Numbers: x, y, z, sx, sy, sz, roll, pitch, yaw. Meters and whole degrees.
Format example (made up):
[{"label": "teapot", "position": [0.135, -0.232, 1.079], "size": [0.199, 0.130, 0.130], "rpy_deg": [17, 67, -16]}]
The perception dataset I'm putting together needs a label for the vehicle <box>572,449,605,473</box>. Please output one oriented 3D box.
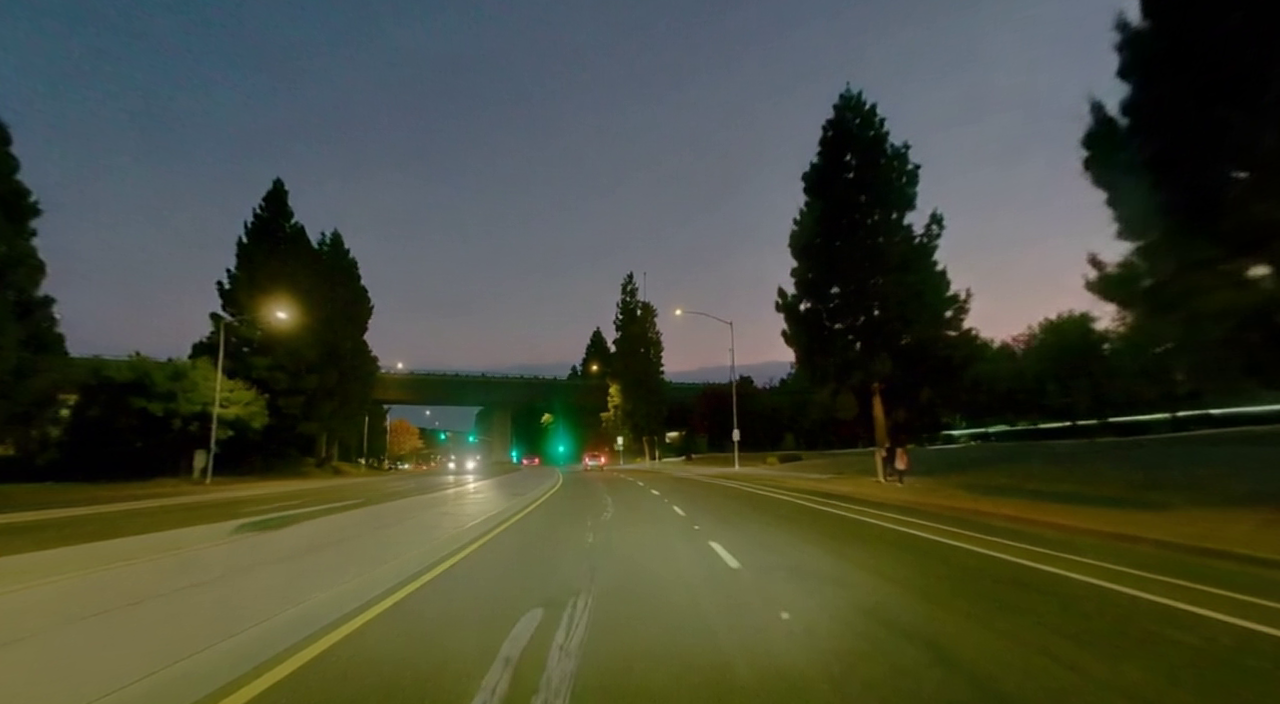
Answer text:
[{"label": "vehicle", "position": [-4.022, 8.385, 48.792], "size": [2.184, 1.713, 4.231], "rpy_deg": [1, -8, -9]}]
